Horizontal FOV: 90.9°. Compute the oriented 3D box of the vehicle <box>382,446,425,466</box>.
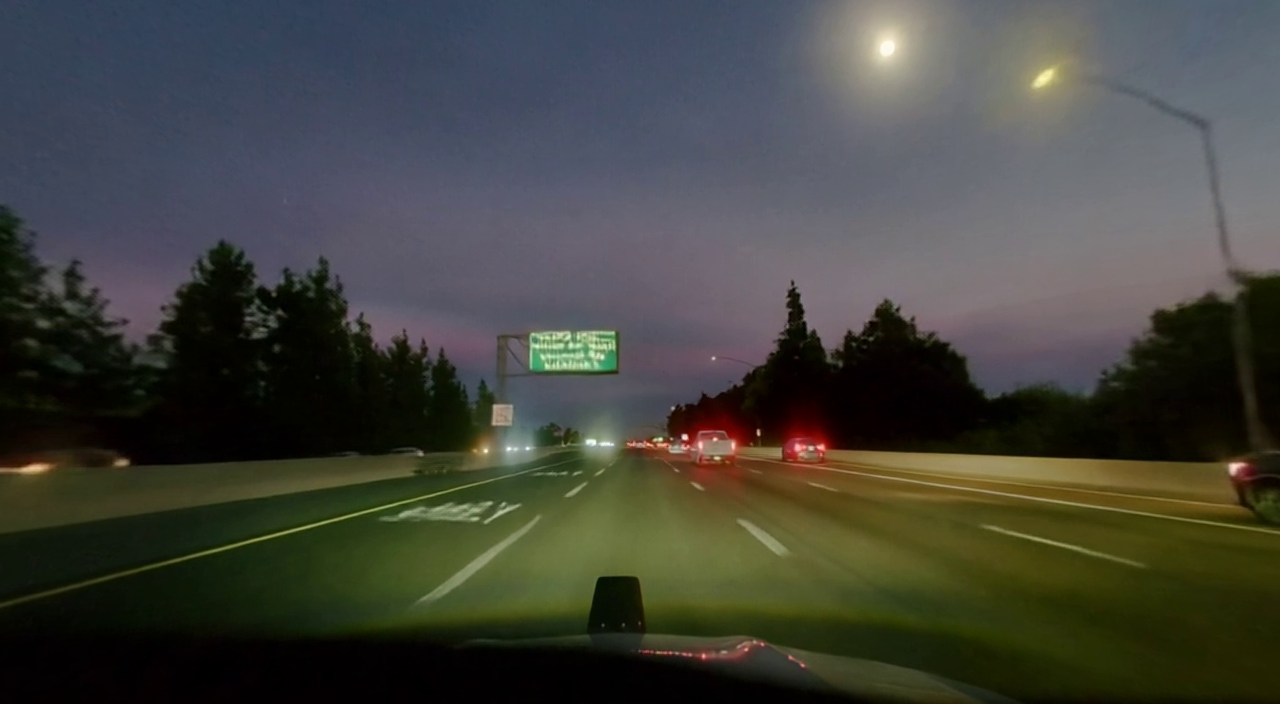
[{"bbox_3d":[-18.061,7.968,48.369,1.780,1.457,3.809,0,-8,0],"label":"vehicle"}]

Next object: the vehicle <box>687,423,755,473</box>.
[{"bbox_3d":[3.459,4.233,28.032,2.218,1.964,5.662,0,-8,0],"label":"vehicle"}]

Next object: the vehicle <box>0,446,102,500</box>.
[{"bbox_3d":[-21.097,4.050,21.348,1.859,1.654,4.370,0,-8,0],"label":"vehicle"}]

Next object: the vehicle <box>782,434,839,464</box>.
[{"bbox_3d":[10.297,5.888,38.464,2.045,1.658,4.598,0,-8,-2],"label":"vehicle"}]
